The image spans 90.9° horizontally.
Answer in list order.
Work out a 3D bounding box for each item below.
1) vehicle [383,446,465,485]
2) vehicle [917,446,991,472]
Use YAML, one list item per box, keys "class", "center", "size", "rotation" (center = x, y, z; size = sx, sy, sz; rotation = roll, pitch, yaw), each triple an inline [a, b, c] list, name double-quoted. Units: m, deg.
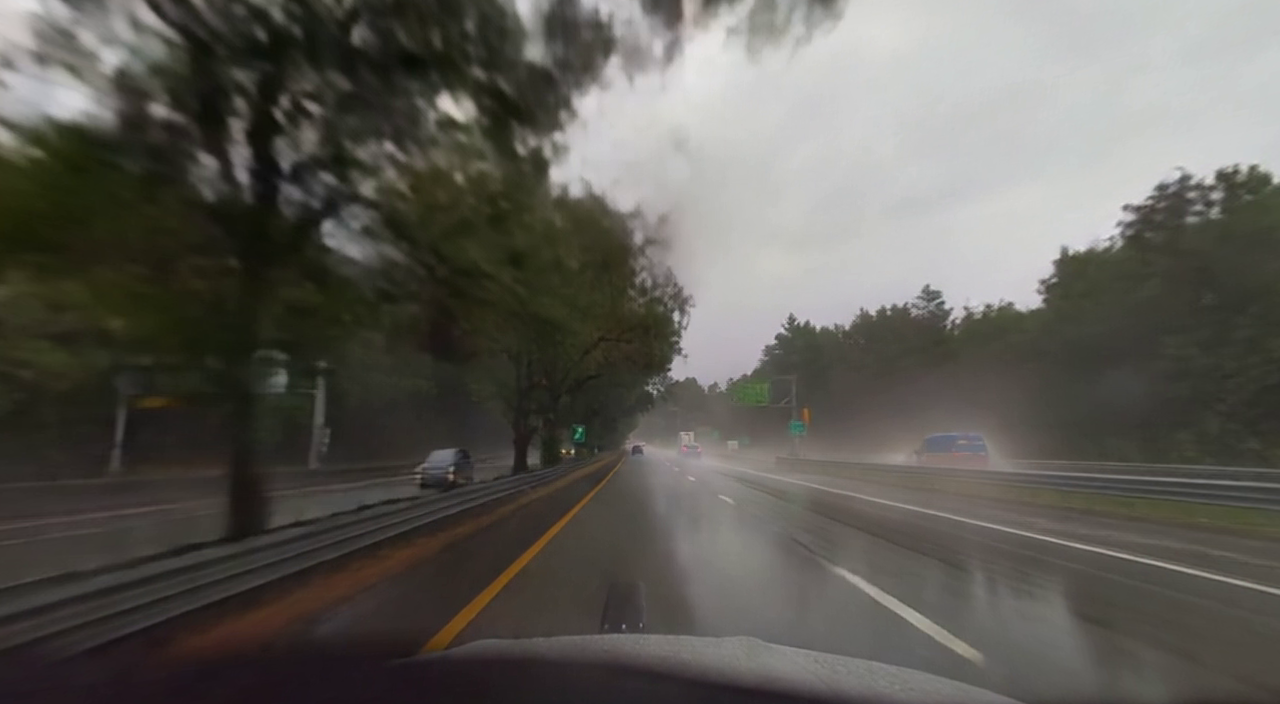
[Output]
- class: "vehicle"
  center: [-9.443, 4.969, 27.961]
  size: [2.090, 1.571, 4.252]
  rotation: [0, -9, 0]
- class: "vehicle"
  center: [17.586, 5.990, 35.497]
  size: [1.926, 1.386, 3.719]
  rotation: [1, -9, -6]
